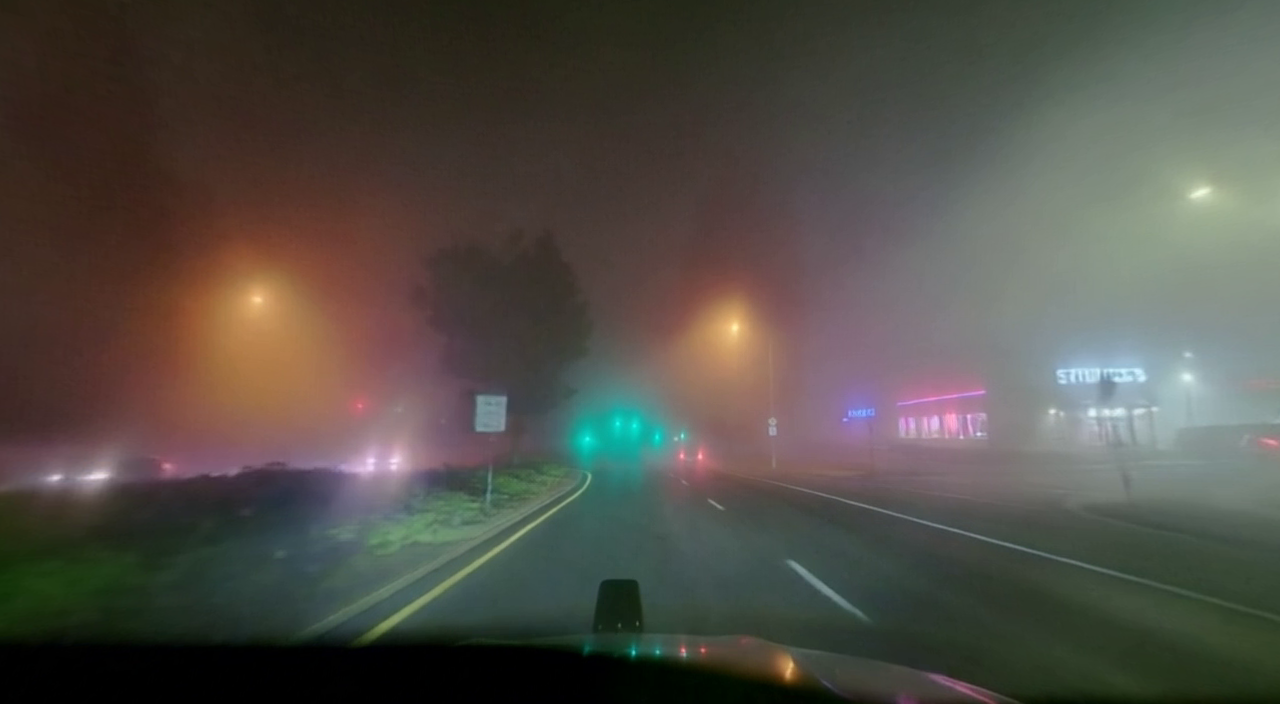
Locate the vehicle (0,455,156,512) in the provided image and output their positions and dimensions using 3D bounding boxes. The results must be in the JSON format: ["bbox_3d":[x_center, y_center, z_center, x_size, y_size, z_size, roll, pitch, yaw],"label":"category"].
[{"bbox_3d":[-18.323,4.157,20.440,1.827,1.546,4.506,0,-8,-2],"label":"vehicle"}]

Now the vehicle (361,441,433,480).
[{"bbox_3d":[-11.769,5.248,30.921,1.953,1.761,4.702,1,-9,-5],"label":"vehicle"}]

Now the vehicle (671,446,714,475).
[{"bbox_3d":[2.980,6.240,36.710,1.961,1.580,4.020,0,-8,-3],"label":"vehicle"}]
